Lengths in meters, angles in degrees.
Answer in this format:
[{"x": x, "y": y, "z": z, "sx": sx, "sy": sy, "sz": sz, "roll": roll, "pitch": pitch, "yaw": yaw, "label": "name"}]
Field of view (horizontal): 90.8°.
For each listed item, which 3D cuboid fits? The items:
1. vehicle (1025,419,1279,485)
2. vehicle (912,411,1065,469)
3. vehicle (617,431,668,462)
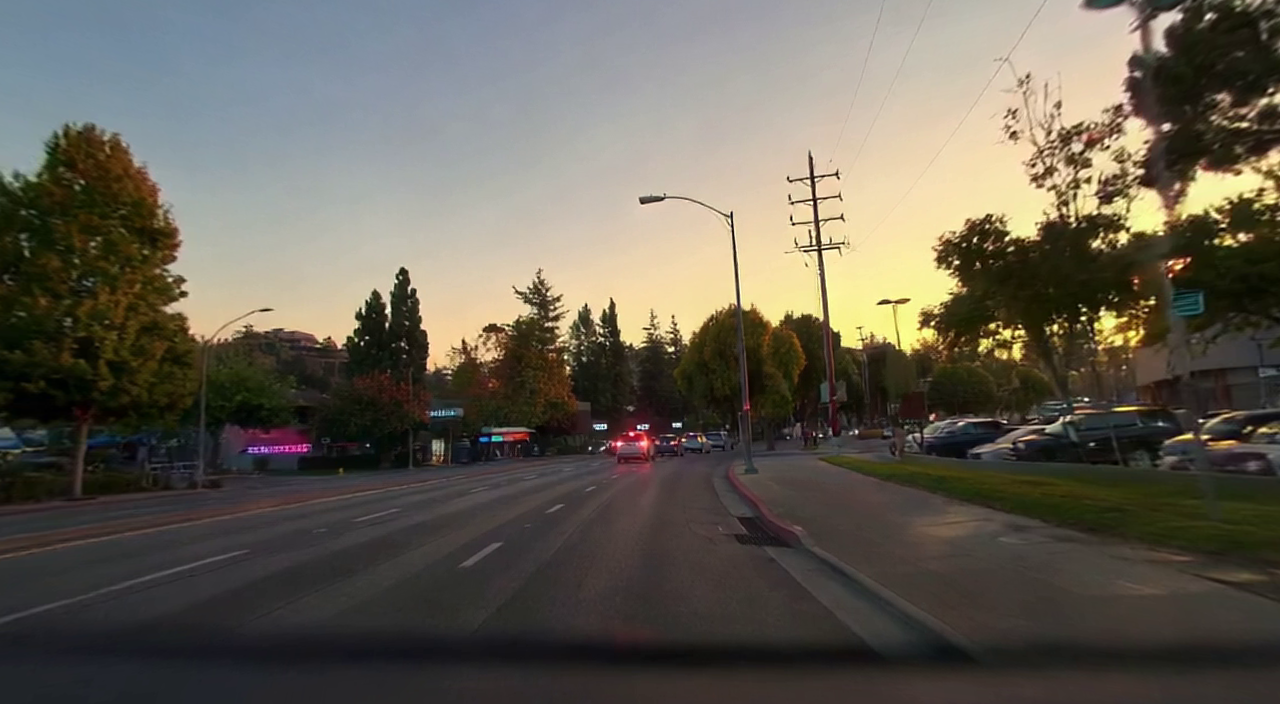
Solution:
[{"x": 12.176, "y": 2.395, "z": 15.193, "sx": 4.423, "sy": 1.455, "sz": 2.034, "roll": 0, "pitch": -8, "yaw": 2, "label": "vehicle"}, {"x": 12.991, "y": 3.313, "z": 23.790, "sx": 4.408, "sy": 1.682, "sz": 2.040, "roll": -6, "pitch": -9, "yaw": 3, "label": "vehicle"}, {"x": 0.208, "y": 5.824, "z": 39.040, "sx": 2.168, "sy": 1.783, "sz": 4.695, "roll": -2, "pitch": -9, "yaw": 13, "label": "vehicle"}]
